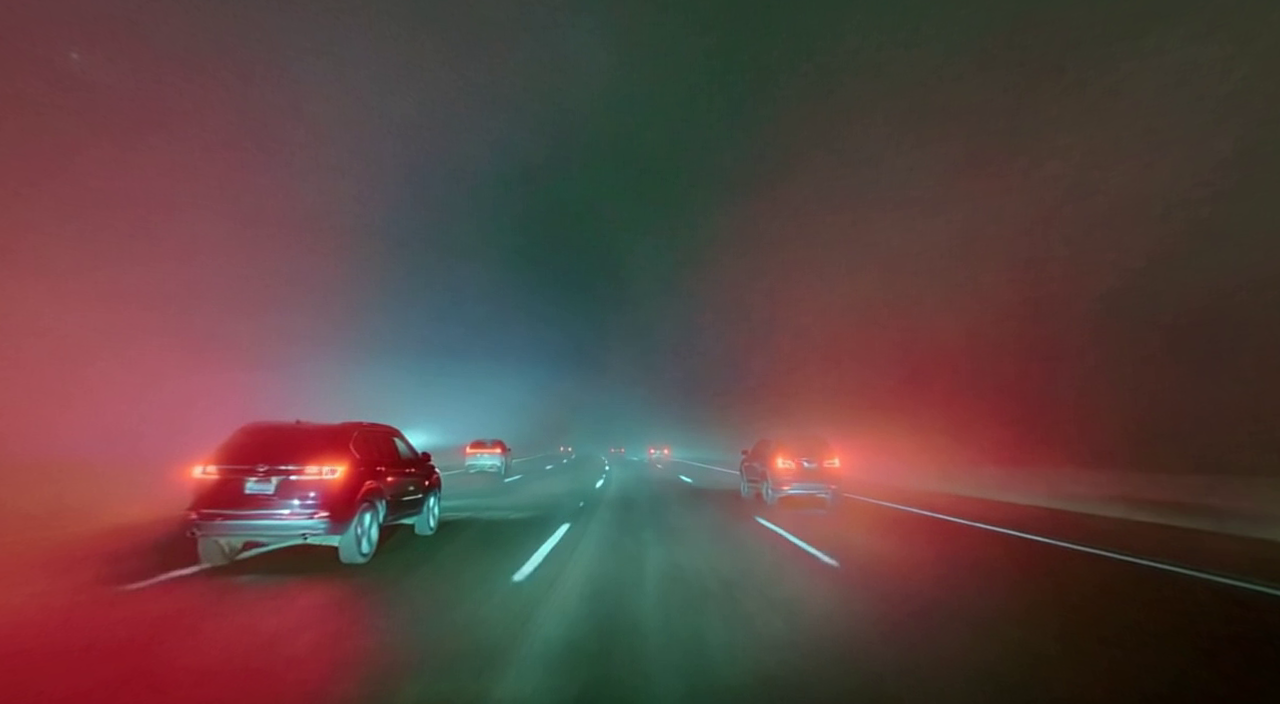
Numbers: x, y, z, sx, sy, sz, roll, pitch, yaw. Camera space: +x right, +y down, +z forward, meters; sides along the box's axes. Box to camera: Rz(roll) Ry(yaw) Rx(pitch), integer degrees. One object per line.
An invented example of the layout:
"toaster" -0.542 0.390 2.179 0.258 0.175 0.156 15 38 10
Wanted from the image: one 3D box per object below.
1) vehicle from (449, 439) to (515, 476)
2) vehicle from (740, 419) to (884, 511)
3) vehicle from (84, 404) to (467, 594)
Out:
"vehicle" -7.863 5.306 31.763 2.095 1.696 4.680 0 -9 0
"vehicle" 3.915 2.686 15.358 2.153 1.860 4.689 0 -9 0
"vehicle" -4.014 1.703 8.147 2.214 1.743 4.465 0 -9 1
